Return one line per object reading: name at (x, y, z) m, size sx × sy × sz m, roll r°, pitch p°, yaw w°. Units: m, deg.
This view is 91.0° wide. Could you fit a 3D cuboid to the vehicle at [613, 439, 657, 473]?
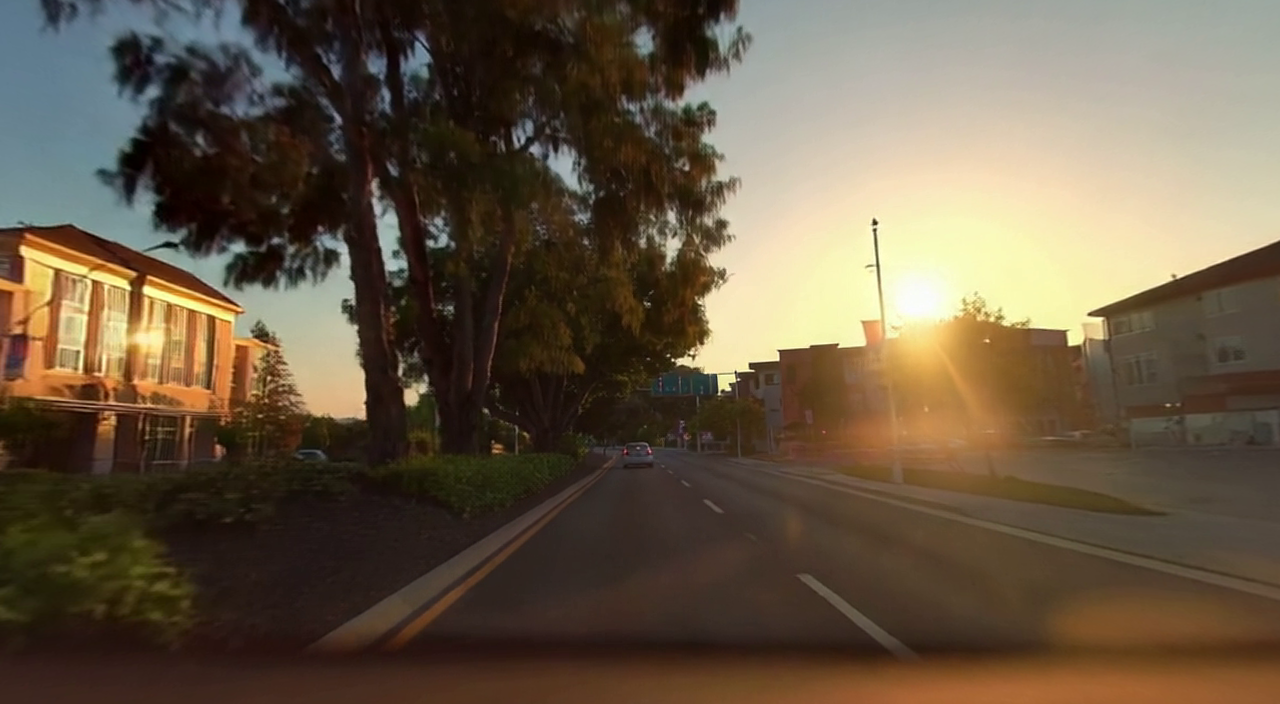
vehicle at (-0.222, 5.764, 35.087) m, size 2.235 × 1.719 × 4.292 m, roll 2°, pitch -9°, yaw 1°
